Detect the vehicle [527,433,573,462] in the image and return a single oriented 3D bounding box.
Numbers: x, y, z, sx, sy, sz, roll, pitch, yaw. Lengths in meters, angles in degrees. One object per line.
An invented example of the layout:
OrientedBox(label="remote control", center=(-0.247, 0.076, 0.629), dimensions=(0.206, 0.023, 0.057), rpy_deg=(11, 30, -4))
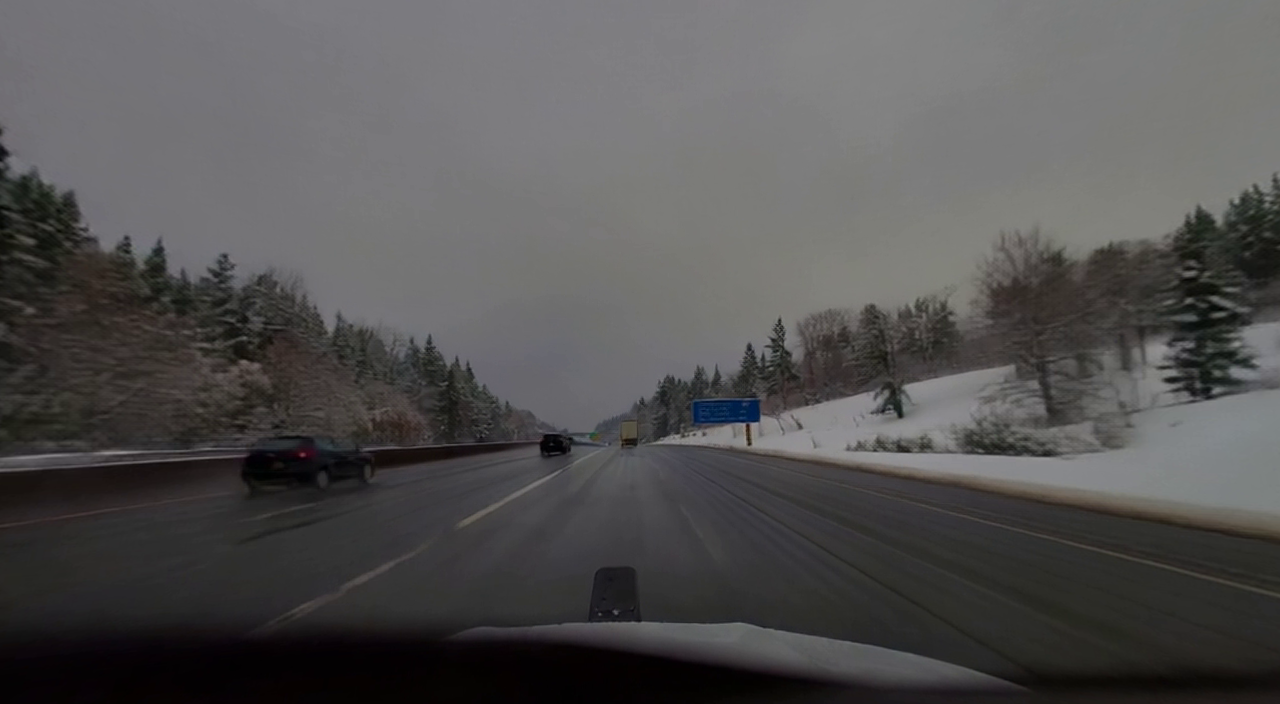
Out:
OrientedBox(label="vehicle", center=(-4.803, 5.121, 34.045), dimensions=(1.912, 1.495, 3.703), rpy_deg=(0, -7, 0))

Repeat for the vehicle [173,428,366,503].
OrientedBox(label="vehicle", center=(-8.343, 2.550, 14.770), dimensions=(1.973, 1.470, 4.270), rpy_deg=(0, -7, -1))

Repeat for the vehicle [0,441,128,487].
OrientedBox(label="vehicle", center=(-20.777, 3.876, 22.202), dimensions=(2.004, 1.412, 4.131), rpy_deg=(0, -7, -1))
